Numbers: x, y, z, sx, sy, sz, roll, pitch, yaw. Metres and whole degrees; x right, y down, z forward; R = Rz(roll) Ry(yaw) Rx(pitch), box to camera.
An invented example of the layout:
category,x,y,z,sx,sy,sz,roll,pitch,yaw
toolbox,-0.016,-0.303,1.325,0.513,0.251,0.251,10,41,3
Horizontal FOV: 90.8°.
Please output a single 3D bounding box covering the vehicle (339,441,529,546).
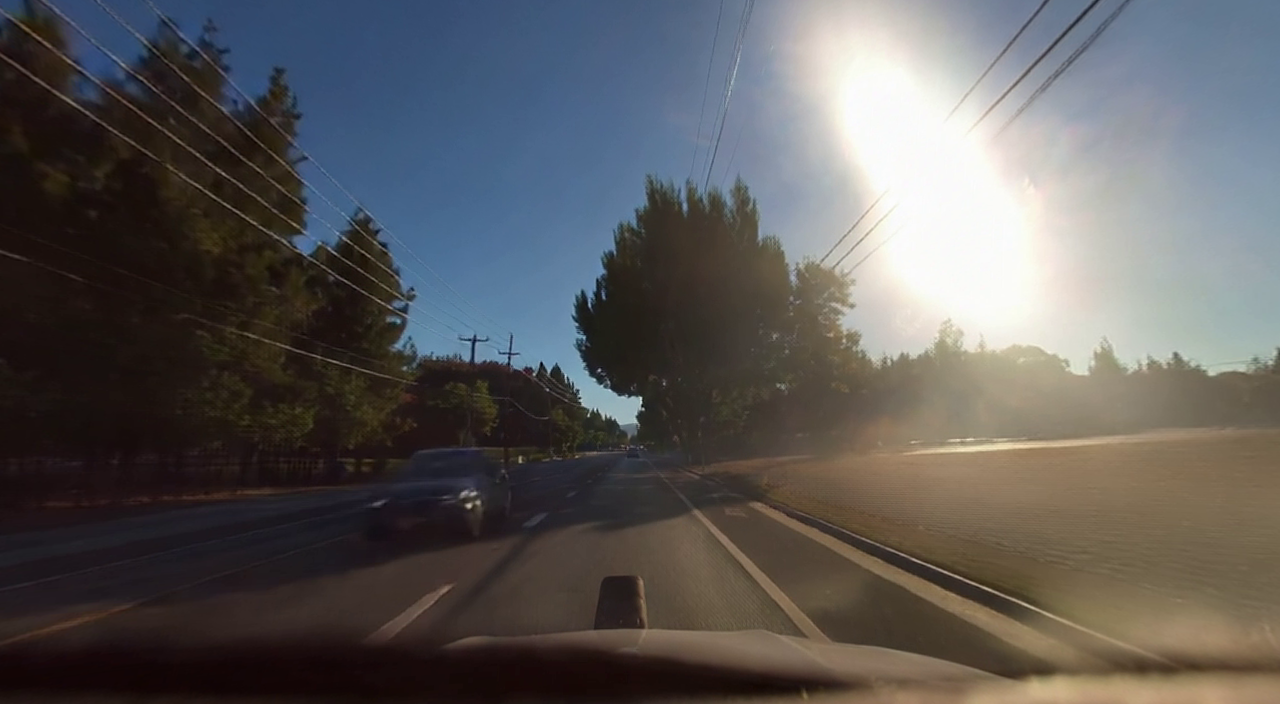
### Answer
category,x,y,z,sx,sy,sz,roll,pitch,yaw
vehicle,-3.636,2.571,12.252,2.086,1.608,4.649,0,-9,0
